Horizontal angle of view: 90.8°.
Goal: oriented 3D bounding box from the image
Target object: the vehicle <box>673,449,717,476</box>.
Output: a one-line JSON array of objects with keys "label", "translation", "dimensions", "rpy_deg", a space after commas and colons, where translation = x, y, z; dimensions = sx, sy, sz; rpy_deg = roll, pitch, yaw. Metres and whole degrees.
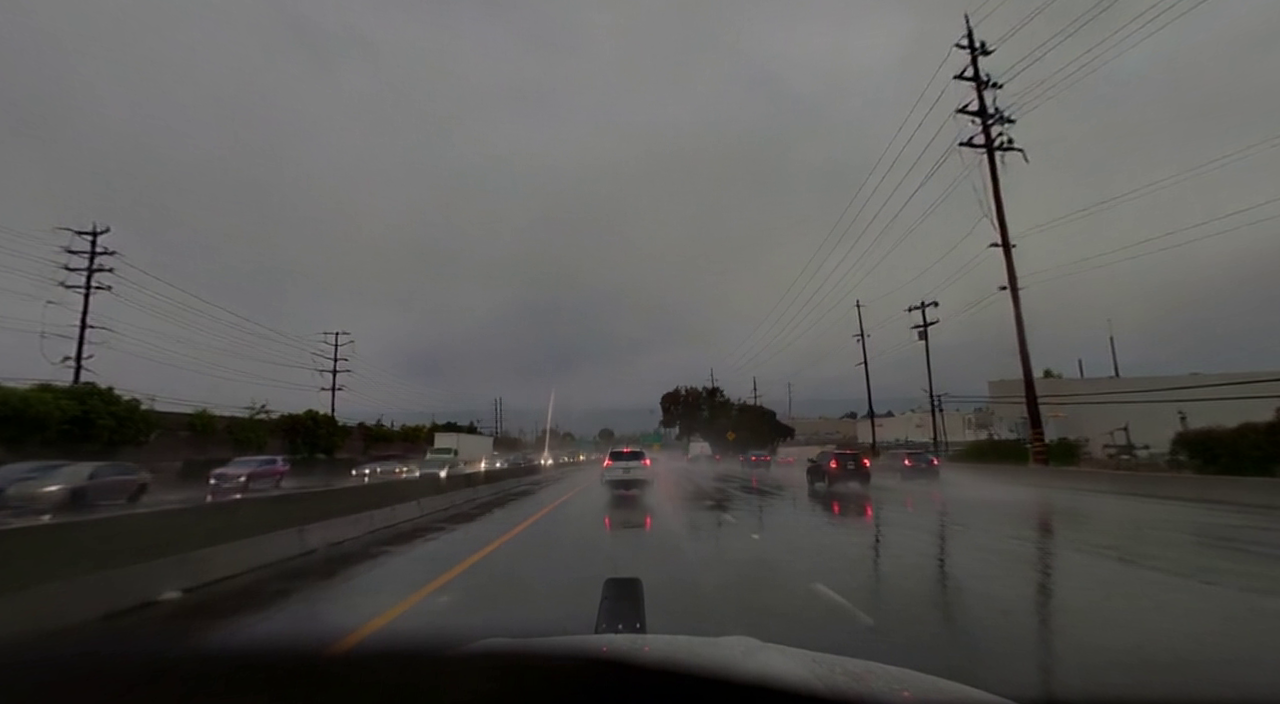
[{"label": "vehicle", "translation": [3.251, 6.672, 38.312], "dimensions": [2.115, 1.481, 3.968], "rpy_deg": [0, -8, -3]}]

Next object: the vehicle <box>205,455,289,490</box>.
[{"label": "vehicle", "translation": [-21.876, 6.695, 35.378], "dimensions": [1.889, 1.708, 4.301], "rpy_deg": [0, -8, 0]}]

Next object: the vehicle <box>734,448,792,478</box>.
[{"label": "vehicle", "translation": [6.502, 5.901, 33.888], "dimensions": [1.934, 1.461, 4.368], "rpy_deg": [0, -8, -4]}]

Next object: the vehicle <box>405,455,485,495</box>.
[{"label": "vehicle", "translation": [-8.236, 5.229, 27.149], "dimensions": [1.937, 1.477, 4.561], "rpy_deg": [0, -9, 1]}]

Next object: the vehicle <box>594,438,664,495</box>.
[{"label": "vehicle", "translation": [-0.406, 4.077, 22.899], "dimensions": [2.298, 1.809, 4.359], "rpy_deg": [0, -8, -1]}]

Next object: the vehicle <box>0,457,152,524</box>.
[{"label": "vehicle", "translation": [-15.973, 3.641, 17.179], "dimensions": [1.884, 1.483, 4.701], "rpy_deg": [0, -8, -4]}]

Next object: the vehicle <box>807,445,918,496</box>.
[{"label": "vehicle", "translation": [7.100, 3.802, 20.670], "dimensions": [1.958, 1.473, 4.201], "rpy_deg": [0, -8, -2]}]
